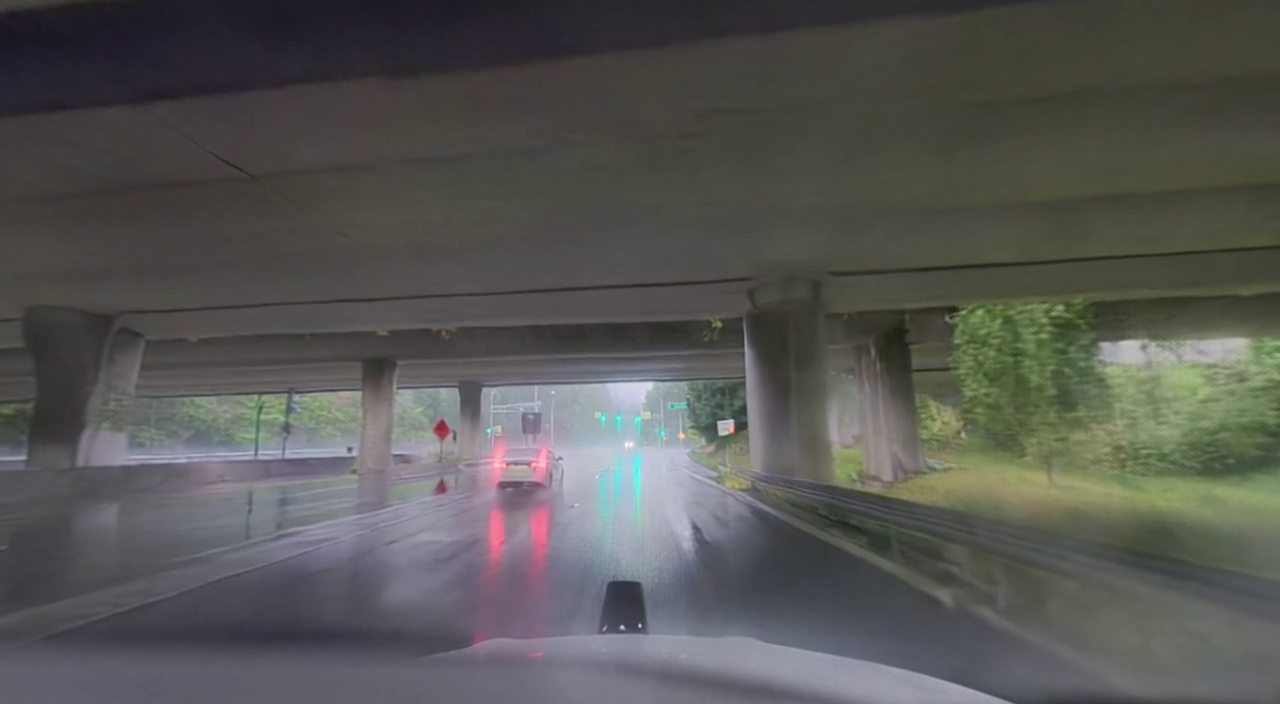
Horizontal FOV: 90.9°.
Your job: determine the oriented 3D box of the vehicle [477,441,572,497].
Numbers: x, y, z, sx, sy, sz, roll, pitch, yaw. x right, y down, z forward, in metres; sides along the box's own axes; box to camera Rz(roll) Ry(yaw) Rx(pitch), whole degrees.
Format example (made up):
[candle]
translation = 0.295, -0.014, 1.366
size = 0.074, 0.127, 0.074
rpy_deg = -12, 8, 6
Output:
[vehicle]
translation = -3.307, 3.467, 19.029
size = 1.963, 1.460, 4.614
rpy_deg = 0, -9, 1
